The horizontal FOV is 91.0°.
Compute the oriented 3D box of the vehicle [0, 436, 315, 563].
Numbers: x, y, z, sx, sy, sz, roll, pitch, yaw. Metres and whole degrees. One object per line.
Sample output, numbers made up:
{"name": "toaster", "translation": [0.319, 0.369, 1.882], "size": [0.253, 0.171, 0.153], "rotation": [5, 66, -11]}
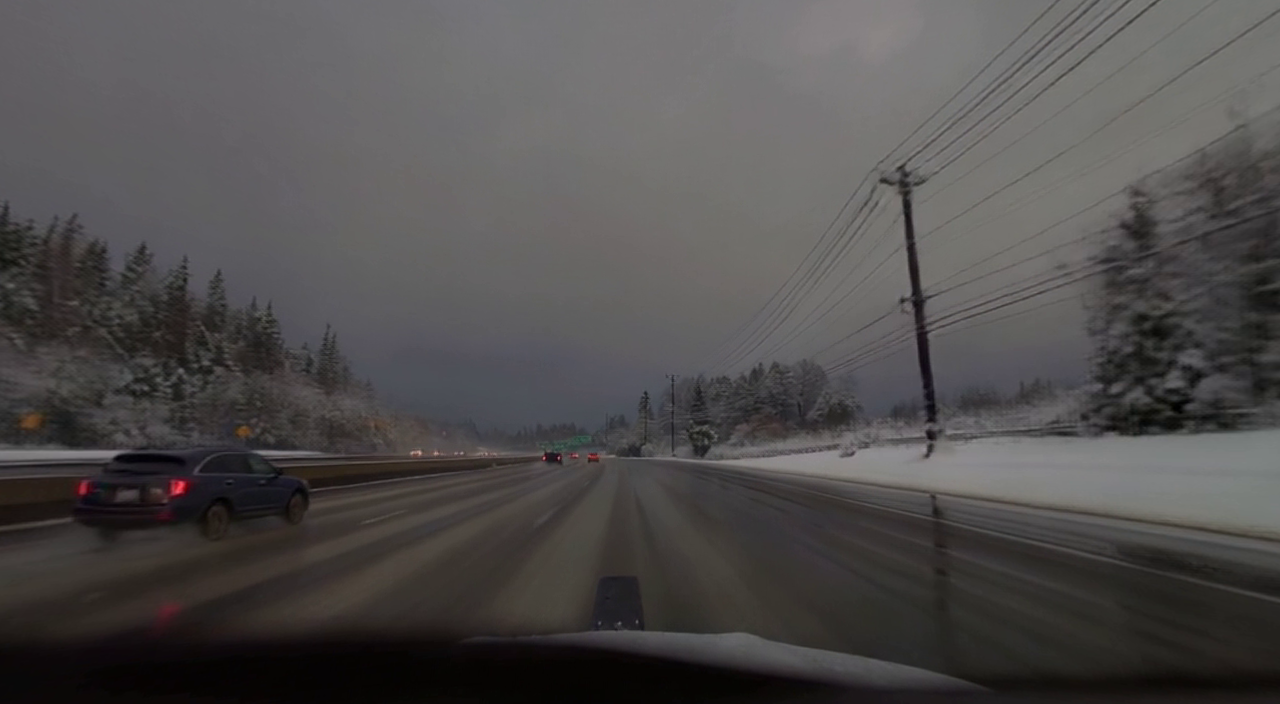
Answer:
{"name": "vehicle", "translation": [-7.238, 2.125, 9.853], "size": [1.999, 1.527, 4.238], "rotation": [0, -9, 0]}
